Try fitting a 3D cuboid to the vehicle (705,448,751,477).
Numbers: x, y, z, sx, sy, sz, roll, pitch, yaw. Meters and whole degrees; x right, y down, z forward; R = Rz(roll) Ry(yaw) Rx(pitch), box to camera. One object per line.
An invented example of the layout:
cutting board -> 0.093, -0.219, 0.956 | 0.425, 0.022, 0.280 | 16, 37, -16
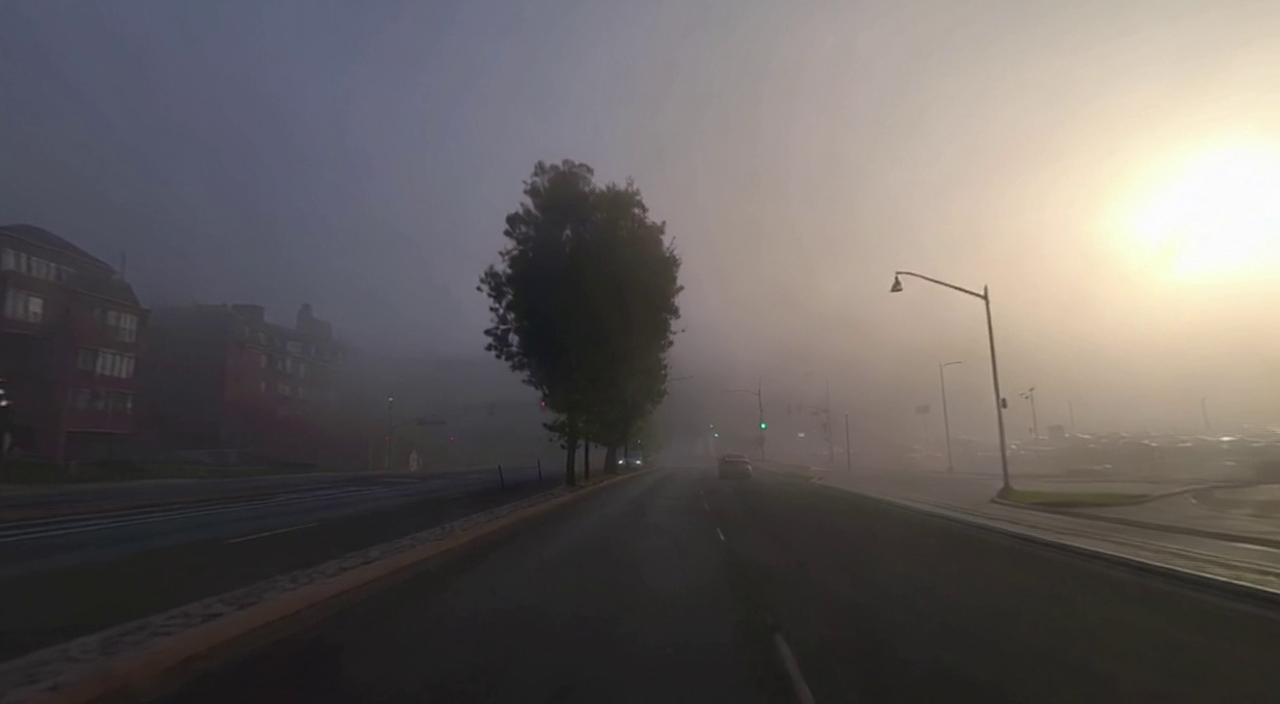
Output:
vehicle -> 4.797, 6.072, 35.052 | 2.133, 1.481, 4.276 | 0, -9, 2
